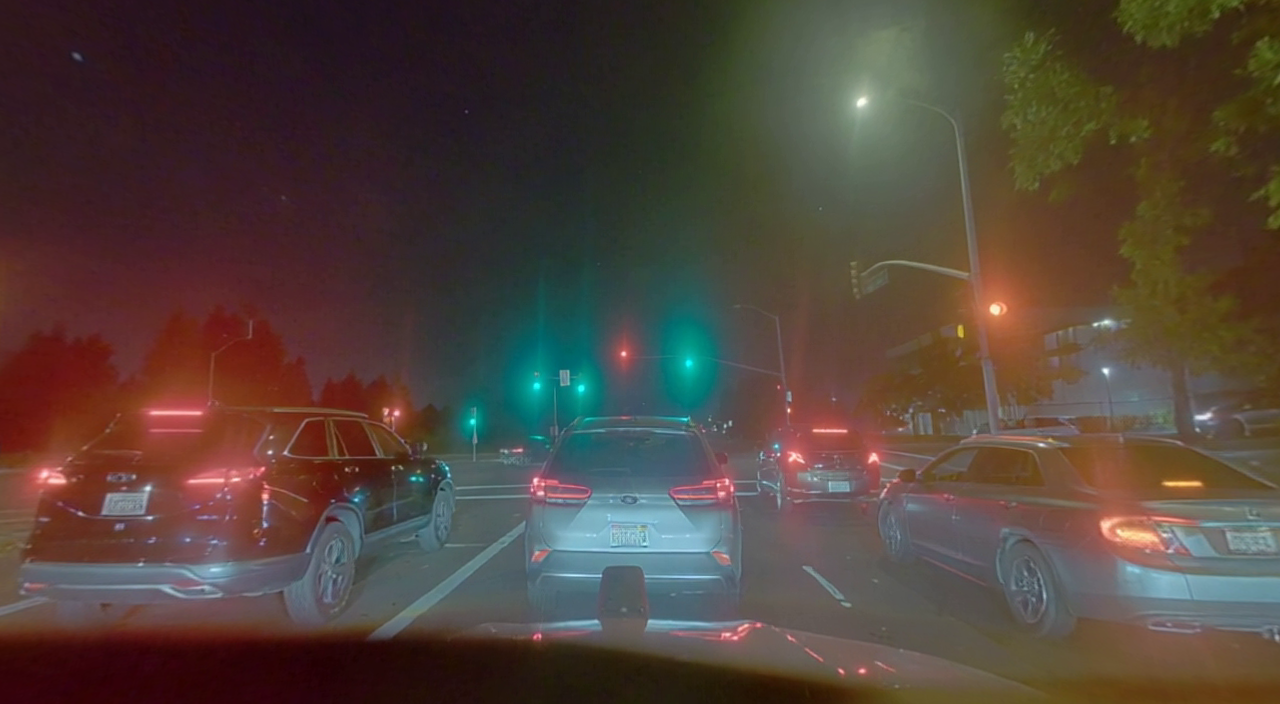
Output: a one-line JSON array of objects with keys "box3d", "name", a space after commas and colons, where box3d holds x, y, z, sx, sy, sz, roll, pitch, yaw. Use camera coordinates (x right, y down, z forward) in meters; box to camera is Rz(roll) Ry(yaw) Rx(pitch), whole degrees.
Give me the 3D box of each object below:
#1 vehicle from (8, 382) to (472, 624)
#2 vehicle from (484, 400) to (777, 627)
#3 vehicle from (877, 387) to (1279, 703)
[{"box3d": [-3.550, 1.421, 6.862, 2.014, 1.755, 4.360, 0, -8, 3], "name": "vehicle"}, {"box3d": [-0.044, 1.401, 6.304, 2.047, 1.579, 3.642, 0, -8, 1], "name": "vehicle"}, {"box3d": [3.585, 1.201, 4.598, 2.010, 1.486, 4.498, 0, -8, 1], "name": "vehicle"}]
